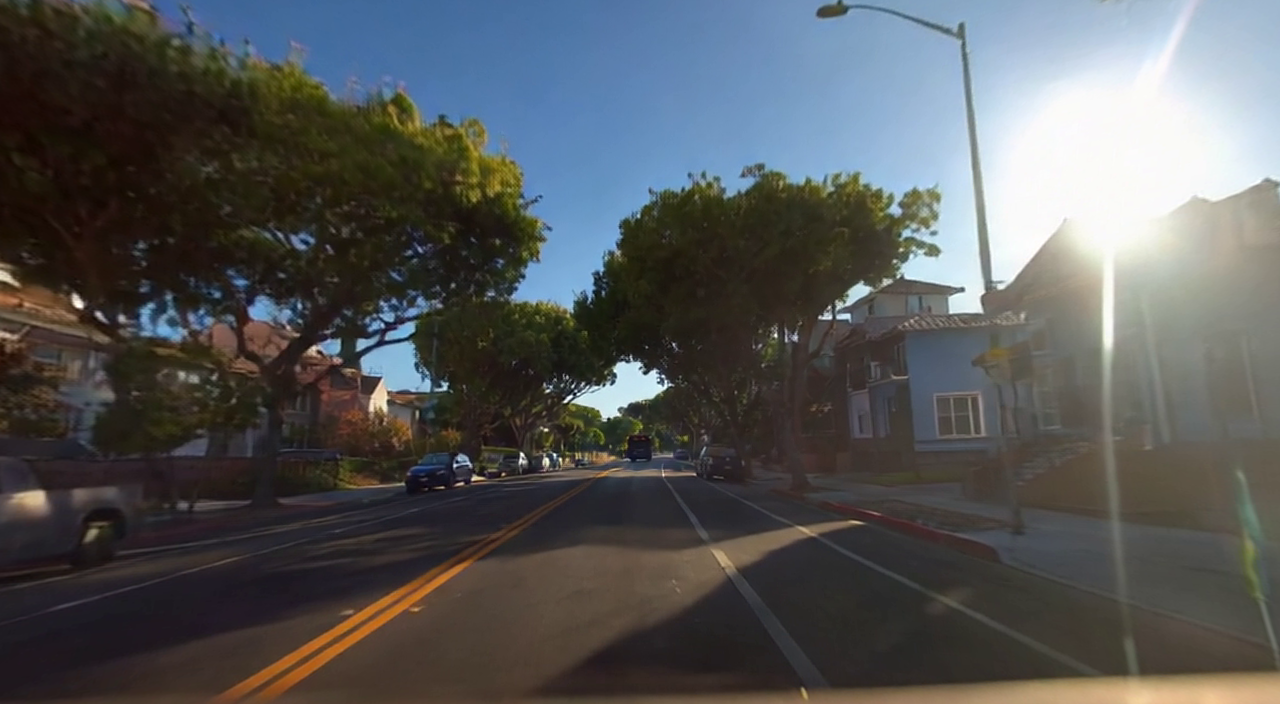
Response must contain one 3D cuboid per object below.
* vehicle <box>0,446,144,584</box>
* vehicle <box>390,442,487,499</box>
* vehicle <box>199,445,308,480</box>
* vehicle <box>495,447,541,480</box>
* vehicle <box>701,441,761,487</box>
[{"bbox_3d":[-8.168,1.853,6.654,1.921,1.494,4.884,-4,-8,1],"label":"vehicle"},{"bbox_3d":[-8.008,4.706,25.742,2.094,1.840,5.450,-6,-8,0],"label":"vehicle"},{"bbox_3d":[-19.855,5.661,32.600,4.197,1.659,2.059,1,-8,0],"label":"vehicle"},{"bbox_3d":[-7.734,7.101,40.457,1.898,1.755,4.603,-5,-8,0],"label":"vehicle"},{"bbox_3d":[4.283,5.316,30.331,2.060,1.833,4.927,5,-9,1],"label":"vehicle"}]
